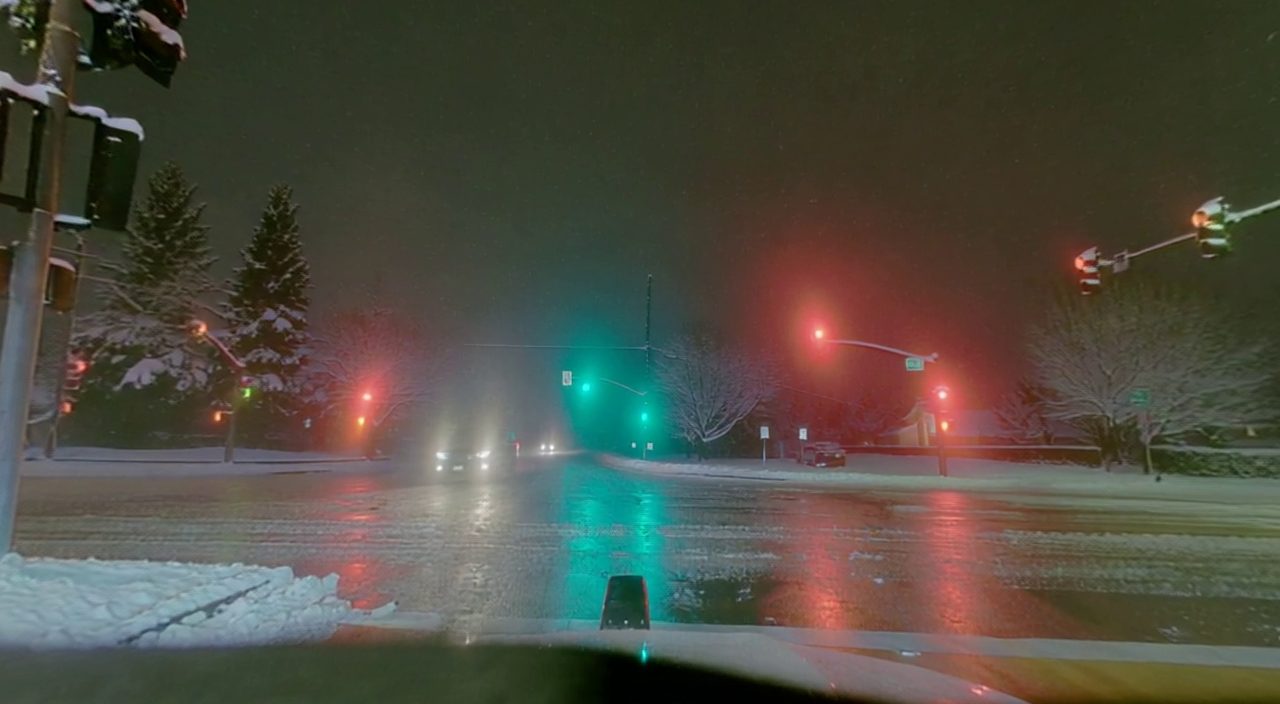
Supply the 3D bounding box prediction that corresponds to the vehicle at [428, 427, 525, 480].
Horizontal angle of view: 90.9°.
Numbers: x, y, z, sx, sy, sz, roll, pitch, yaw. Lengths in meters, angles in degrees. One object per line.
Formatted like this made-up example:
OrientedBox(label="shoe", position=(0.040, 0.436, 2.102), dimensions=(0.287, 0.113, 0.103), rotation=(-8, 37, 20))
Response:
OrientedBox(label="vehicle", position=(-6.093, 3.867, 24.280), dimensions=(2.234, 1.796, 5.416), rotation=(0, -8, 0))
